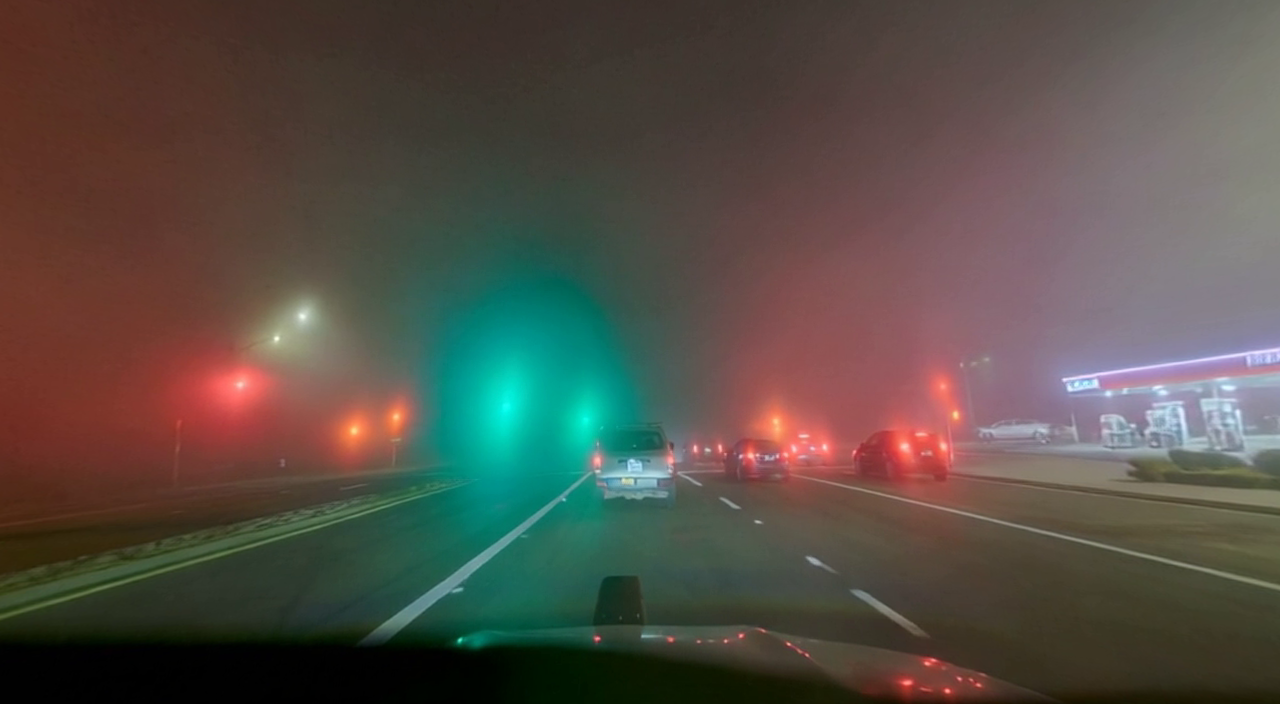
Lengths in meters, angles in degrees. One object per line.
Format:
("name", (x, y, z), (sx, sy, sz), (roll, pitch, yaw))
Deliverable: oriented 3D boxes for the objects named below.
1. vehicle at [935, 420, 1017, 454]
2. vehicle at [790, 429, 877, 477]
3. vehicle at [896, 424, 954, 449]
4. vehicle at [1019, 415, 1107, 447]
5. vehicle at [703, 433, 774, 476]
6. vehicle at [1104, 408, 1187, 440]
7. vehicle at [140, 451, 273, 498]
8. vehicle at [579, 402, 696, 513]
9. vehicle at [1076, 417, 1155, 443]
("vehicle", (19.899, 5.066, 37.719), (1.929, 1.763, 5.190), (-3, -8, -1))
("vehicle", (6.981, 3.681, 23.254), (1.793, 1.585, 4.130), (0, -8, -2))
("vehicle", (19.733, 5.881, 43.941), (1.925, 1.629, 4.331), (0, -8, -1))
("vehicle", (25.251, 4.783, 37.933), (2.107, 1.806, 4.410), (0, -8, -2))
("vehicle", (3.666, 3.901, 24.297), (1.940, 1.474, 4.234), (0, -8, -2))
("vehicle", (30.567, 4.440, 38.375), (1.769, 1.782, 4.068), (-1, -8, 3))
("vehicle", (-16.685, 4.703, 24.703), (1.942, 1.479, 4.765), (-4, -8, -1))
("vehicle", (-0.076, 2.203, 13.524), (2.038, 1.917, 4.900), (0, -8, -1))
("vehicle", (27.792, 4.608, 37.064), (1.709, 1.423, 3.660), (0, -8, 0))
